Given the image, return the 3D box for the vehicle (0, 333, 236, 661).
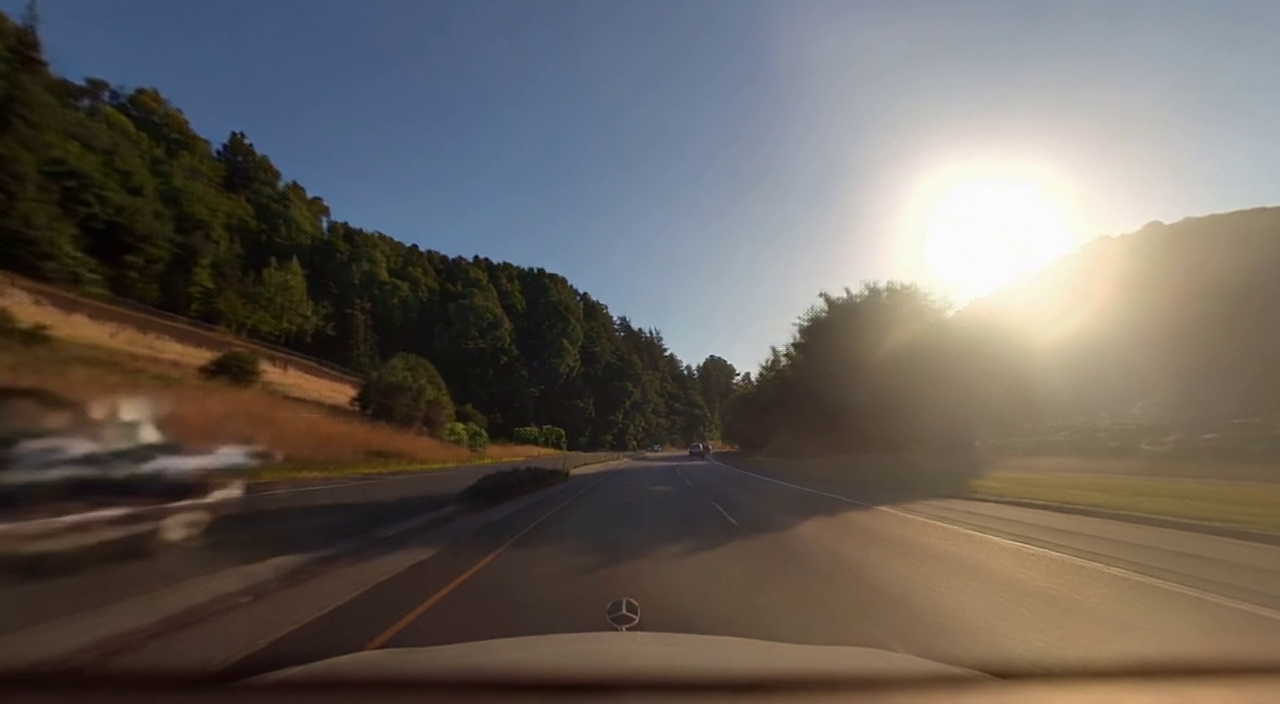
[{"bbox_3d":[-5.206,0.785,3.106,2.533,2.001,5.922,0,-8,0],"label":"vehicle"}]
